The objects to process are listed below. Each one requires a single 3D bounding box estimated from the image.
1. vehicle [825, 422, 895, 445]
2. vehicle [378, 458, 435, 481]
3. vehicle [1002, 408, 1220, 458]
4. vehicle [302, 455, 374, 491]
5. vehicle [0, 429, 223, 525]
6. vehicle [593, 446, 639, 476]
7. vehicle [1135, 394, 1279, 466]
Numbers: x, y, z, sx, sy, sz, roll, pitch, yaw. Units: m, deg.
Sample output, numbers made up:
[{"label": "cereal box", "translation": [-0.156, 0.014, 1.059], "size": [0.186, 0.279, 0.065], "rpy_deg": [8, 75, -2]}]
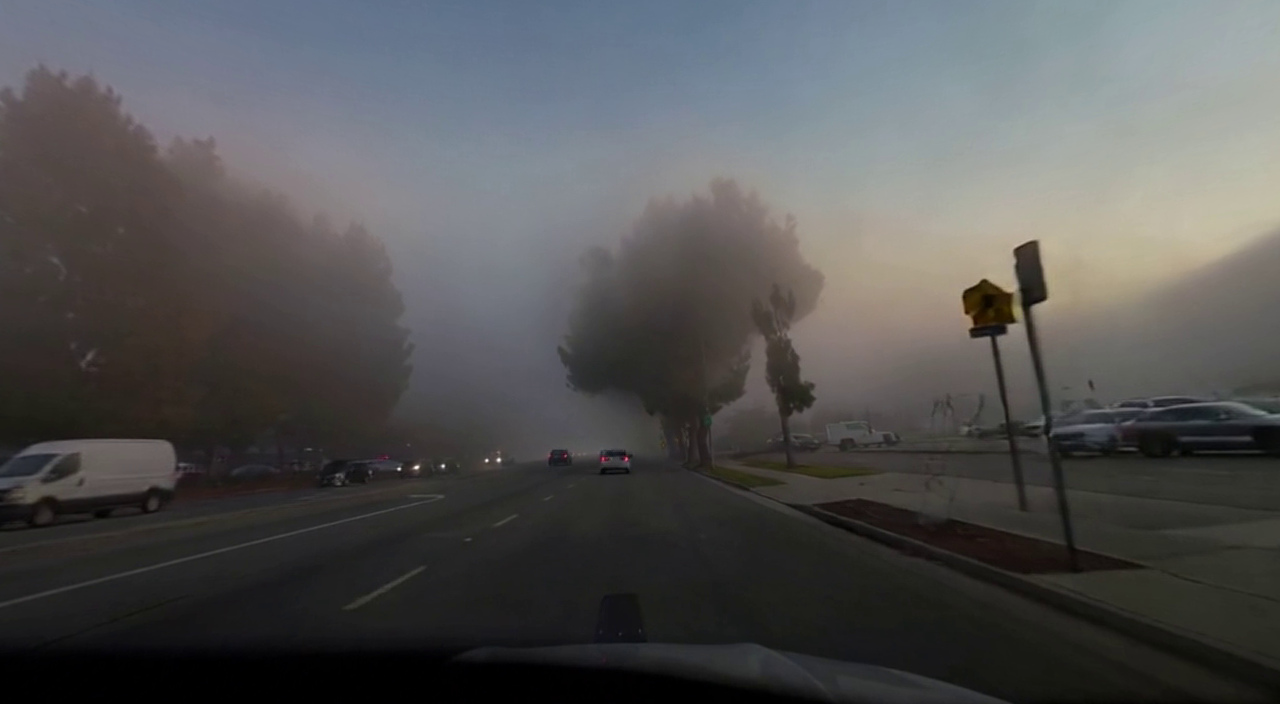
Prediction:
[{"label": "vehicle", "translation": [15.221, 5.695, 43.801], "size": [3.956, 1.504, 2.170], "rpy_deg": [2, -9, -9]}, {"label": "vehicle", "translation": [-16.417, 8.251, 44.673], "size": [2.058, 1.459, 4.704], "rpy_deg": [0, -9, 2]}, {"label": "vehicle", "translation": [14.470, 2.539, 19.684], "size": [5.047, 1.461, 2.133], "rpy_deg": [0, -9, 1]}, {"label": "vehicle", "translation": [-16.970, 6.800, 35.740], "size": [2.016, 1.598, 4.545], "rpy_deg": [-5, -8, -2]}, {"label": "vehicle", "translation": [-18.399, 4.044, 21.352], "size": [2.599, 2.675, 7.177], "rpy_deg": [-2, -9, 13]}, {"label": "vehicle", "translation": [-1.252, 6.034, 35.257], "size": [2.235, 1.500, 4.420], "rpy_deg": [0, -8, 2]}, {"label": "vehicle", "translation": [13.881, 1.694, 13.633], "size": [4.739, 1.424, 1.936], "rpy_deg": [-1, -9, -1]}]
